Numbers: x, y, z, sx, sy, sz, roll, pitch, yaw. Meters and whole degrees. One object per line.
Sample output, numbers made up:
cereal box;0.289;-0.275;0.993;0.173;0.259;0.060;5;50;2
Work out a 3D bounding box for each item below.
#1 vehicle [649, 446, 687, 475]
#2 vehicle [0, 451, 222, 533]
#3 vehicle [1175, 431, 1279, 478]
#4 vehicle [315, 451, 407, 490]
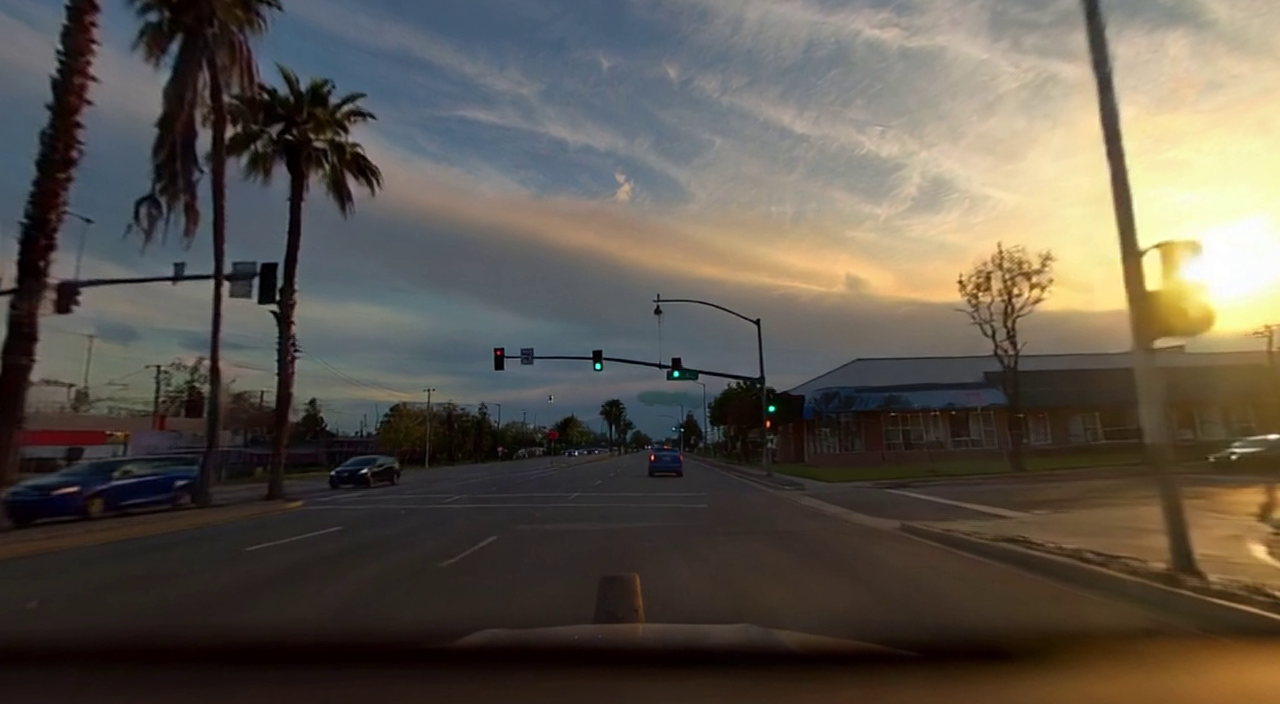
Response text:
vehicle;1.599;6.442;37.811;1.969;1.555;4.431;0;-8;-1
vehicle;-12.368;3.109;14.751;2.027;1.534;4.779;0;-8;-2
vehicle;21.399;3.485;21.556;2.046;1.481;4.936;0;-8;2
vehicle;-11.726;4.974;26.883;2.033;1.494;4.048;0;-8;0
